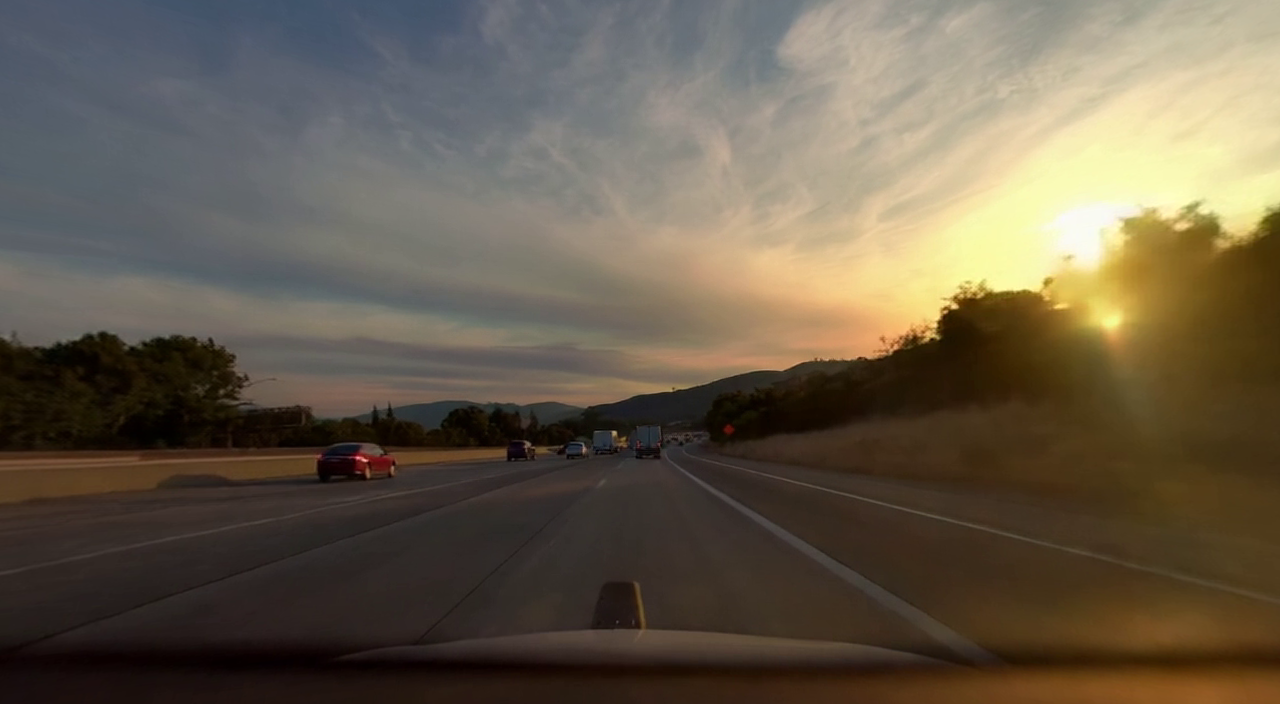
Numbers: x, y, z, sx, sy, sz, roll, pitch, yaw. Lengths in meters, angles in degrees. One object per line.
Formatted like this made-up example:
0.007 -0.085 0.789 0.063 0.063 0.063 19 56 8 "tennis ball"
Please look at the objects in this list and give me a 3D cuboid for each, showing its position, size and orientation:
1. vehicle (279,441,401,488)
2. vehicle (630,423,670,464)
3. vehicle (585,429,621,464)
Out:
-10.240 3.860 22.068 1.952 1.457 4.689 0 -8 0 "vehicle"
0.800 7.007 48.484 2.768 2.854 6.757 1 -8 1 "vehicle"
-2.804 7.285 48.840 2.328 2.519 5.238 0 -8 2 "vehicle"
